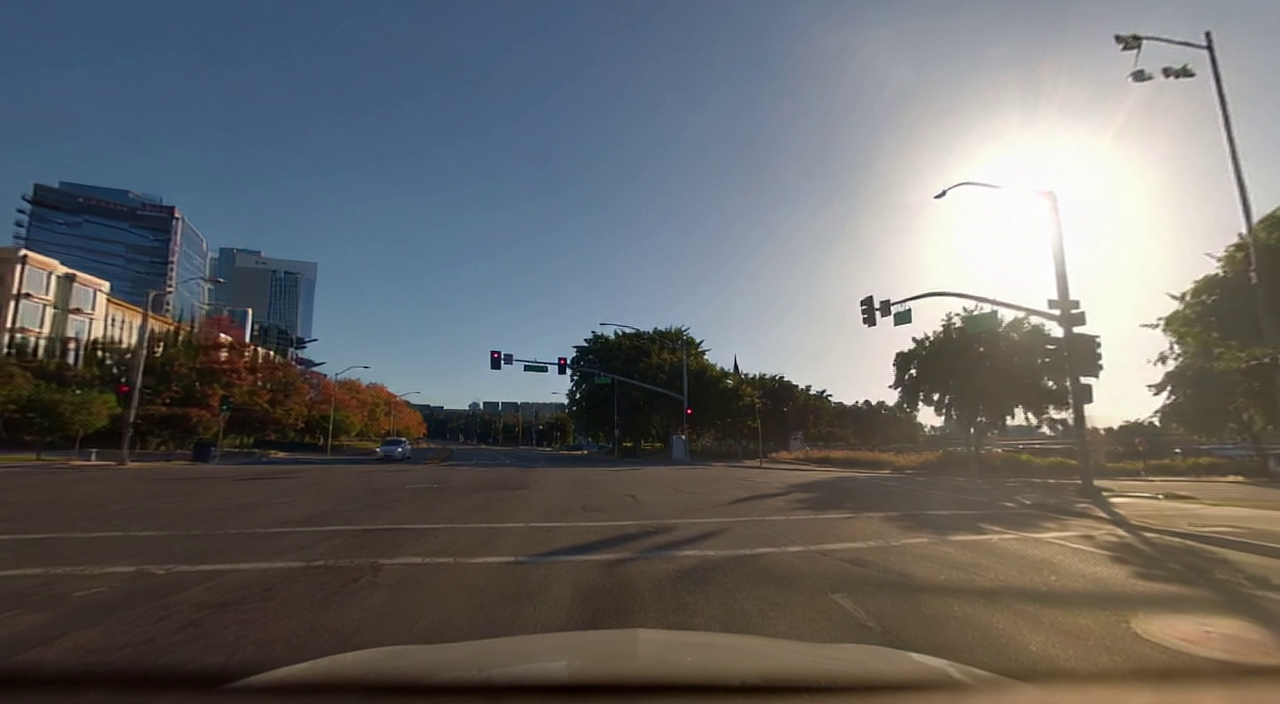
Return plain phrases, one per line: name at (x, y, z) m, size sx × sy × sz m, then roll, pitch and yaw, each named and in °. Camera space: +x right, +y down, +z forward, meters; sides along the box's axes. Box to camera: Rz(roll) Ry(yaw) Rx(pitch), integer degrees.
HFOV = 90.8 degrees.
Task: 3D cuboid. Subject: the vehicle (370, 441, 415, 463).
vehicle at (-17.187, 6.949, 44.051) m, size 1.969 × 1.464 × 4.485 m, roll 1°, pitch -9°, yaw -10°
